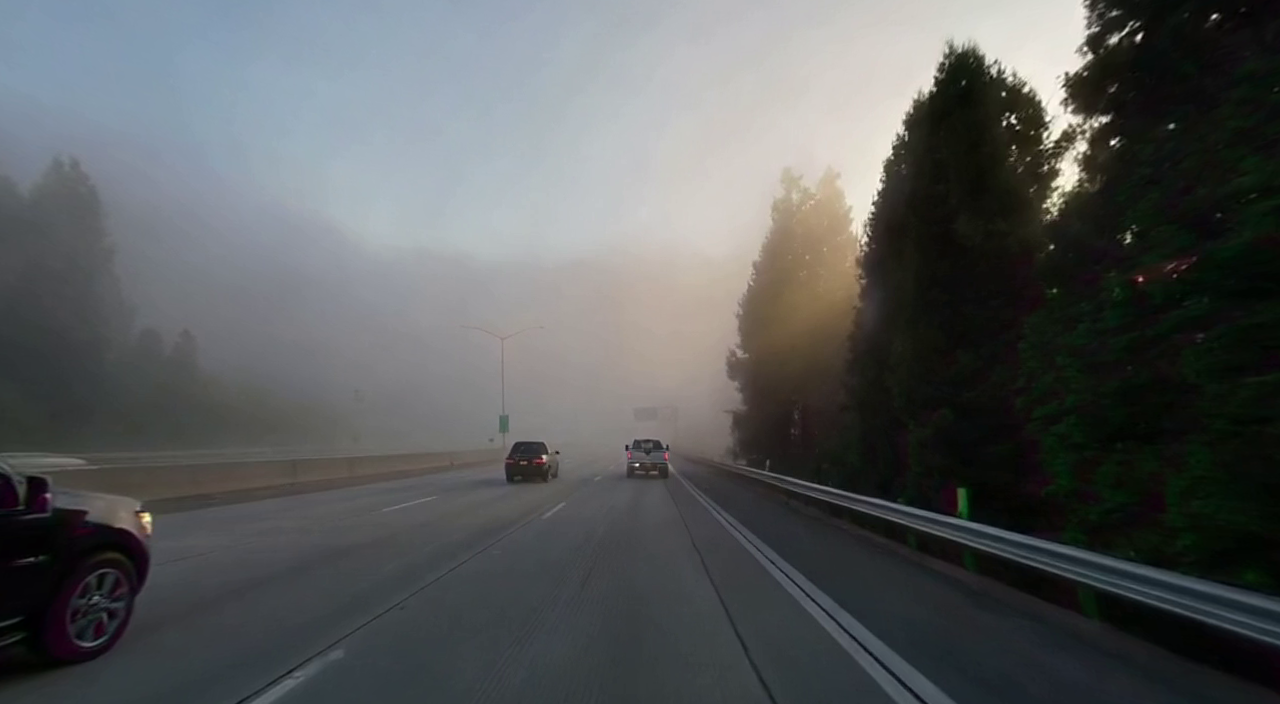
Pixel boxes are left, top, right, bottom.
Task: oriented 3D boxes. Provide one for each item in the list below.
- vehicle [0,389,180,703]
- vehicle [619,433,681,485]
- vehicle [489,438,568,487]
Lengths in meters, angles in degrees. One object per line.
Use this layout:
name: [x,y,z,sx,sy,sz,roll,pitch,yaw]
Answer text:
vehicle: [-4.024,0.846,2.030,1.959,1.604,4.065,0,-9,0]
vehicle: [0.369,4.223,25.317,2.229,1.837,5.387,0,-8,0]
vehicle: [-4.027,4.052,23.465,2.106,1.651,4.040,-1,-9,1]
